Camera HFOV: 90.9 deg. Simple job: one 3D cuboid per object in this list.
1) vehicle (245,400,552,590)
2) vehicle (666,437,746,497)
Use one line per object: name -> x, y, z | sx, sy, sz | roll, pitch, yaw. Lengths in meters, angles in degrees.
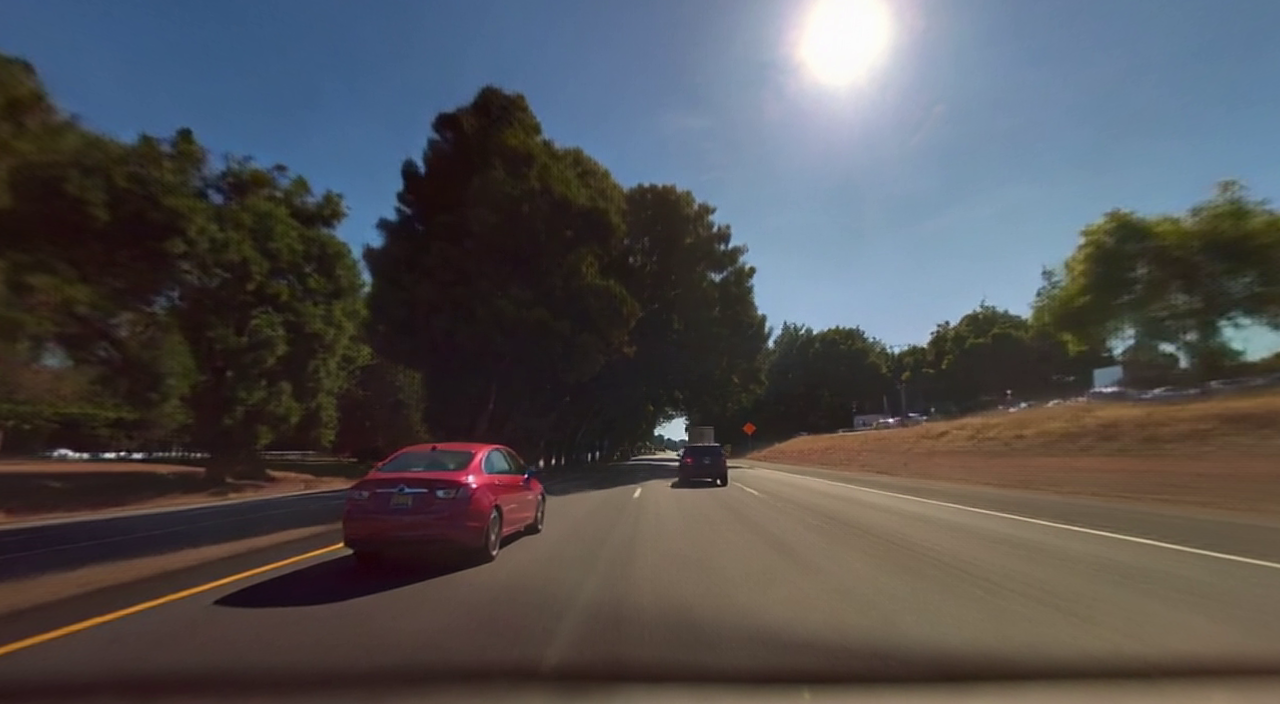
vehicle -> -2.651, 1.737, 8.433 | 2.139, 1.804, 4.611 | -1, -9, 2
vehicle -> 1.977, 3.641, 20.310 | 2.087, 1.682, 4.388 | 0, -9, 0
